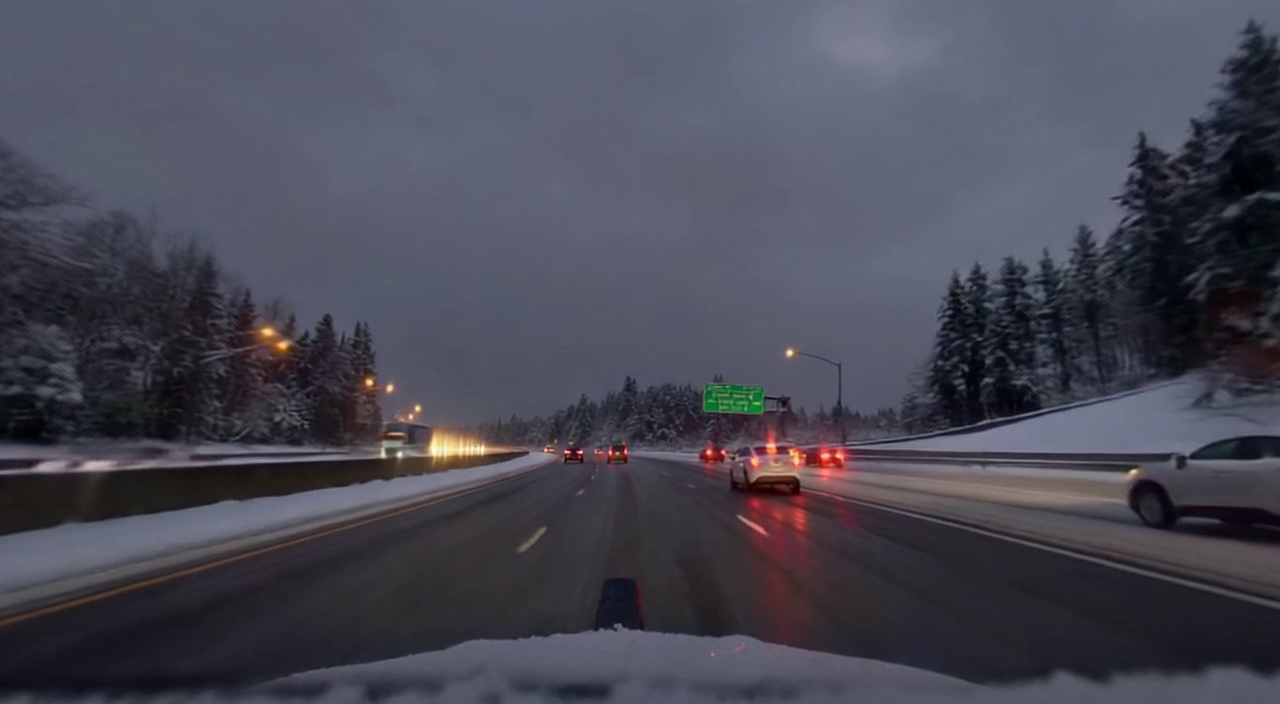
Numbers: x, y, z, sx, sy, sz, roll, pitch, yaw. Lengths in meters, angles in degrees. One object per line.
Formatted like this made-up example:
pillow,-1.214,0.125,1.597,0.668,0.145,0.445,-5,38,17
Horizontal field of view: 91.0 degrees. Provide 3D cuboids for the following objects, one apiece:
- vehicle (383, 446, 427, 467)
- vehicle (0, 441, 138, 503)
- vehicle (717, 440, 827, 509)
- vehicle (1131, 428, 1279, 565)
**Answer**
vehicle,-18.072,8.053,48.670,1.861,1.545,4.299,1,-9,-2
vehicle,-16.840,3.309,17.646,1.921,1.515,4.417,0,-9,-1
vehicle,3.297,3.157,16.579,1.975,1.562,3.823,0,-9,-1
vehicle,8.685,1.713,7.402,1.909,1.634,4.739,0,-9,-1
